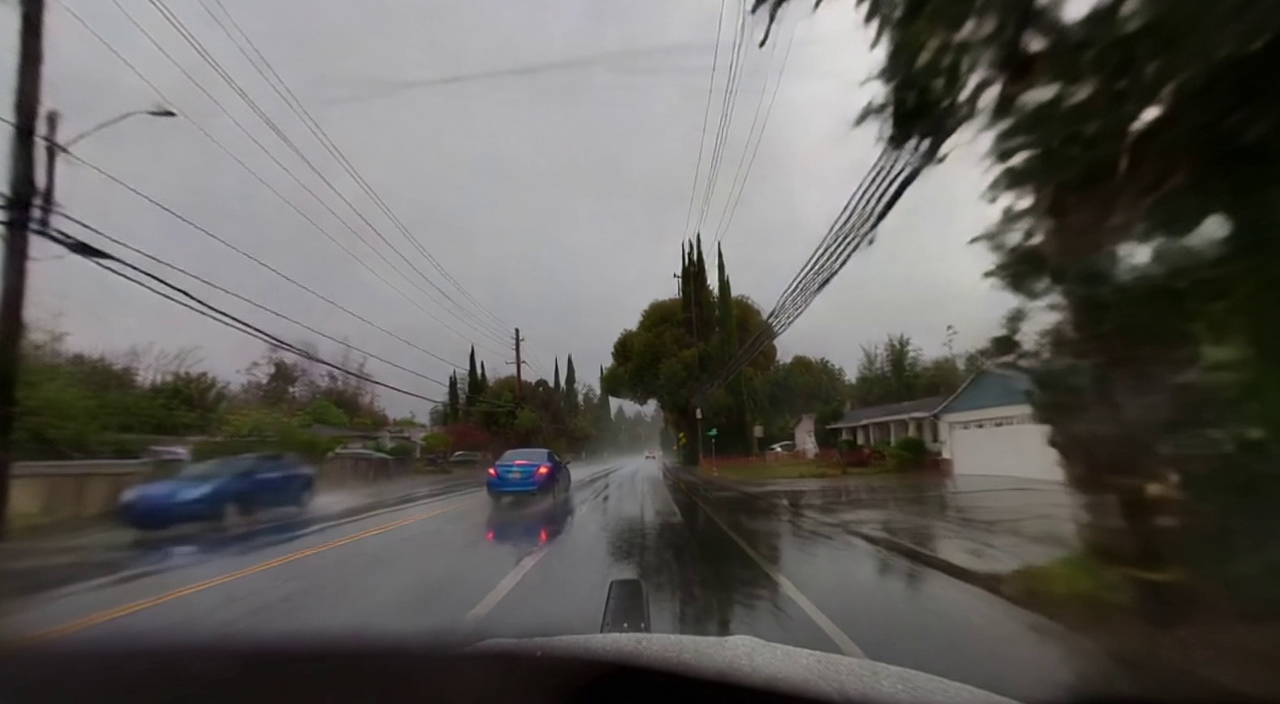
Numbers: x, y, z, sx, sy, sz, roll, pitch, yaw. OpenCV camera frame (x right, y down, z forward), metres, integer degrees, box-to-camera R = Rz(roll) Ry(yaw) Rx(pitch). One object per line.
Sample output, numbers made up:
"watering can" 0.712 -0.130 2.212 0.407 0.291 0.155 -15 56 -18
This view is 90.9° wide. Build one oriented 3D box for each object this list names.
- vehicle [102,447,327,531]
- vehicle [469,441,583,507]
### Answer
"vehicle" -9.368 3.000 14.434 2.190 1.602 4.096 0 -9 1
"vehicle" -2.911 3.269 17.395 2.085 1.512 5.023 0 -9 2
